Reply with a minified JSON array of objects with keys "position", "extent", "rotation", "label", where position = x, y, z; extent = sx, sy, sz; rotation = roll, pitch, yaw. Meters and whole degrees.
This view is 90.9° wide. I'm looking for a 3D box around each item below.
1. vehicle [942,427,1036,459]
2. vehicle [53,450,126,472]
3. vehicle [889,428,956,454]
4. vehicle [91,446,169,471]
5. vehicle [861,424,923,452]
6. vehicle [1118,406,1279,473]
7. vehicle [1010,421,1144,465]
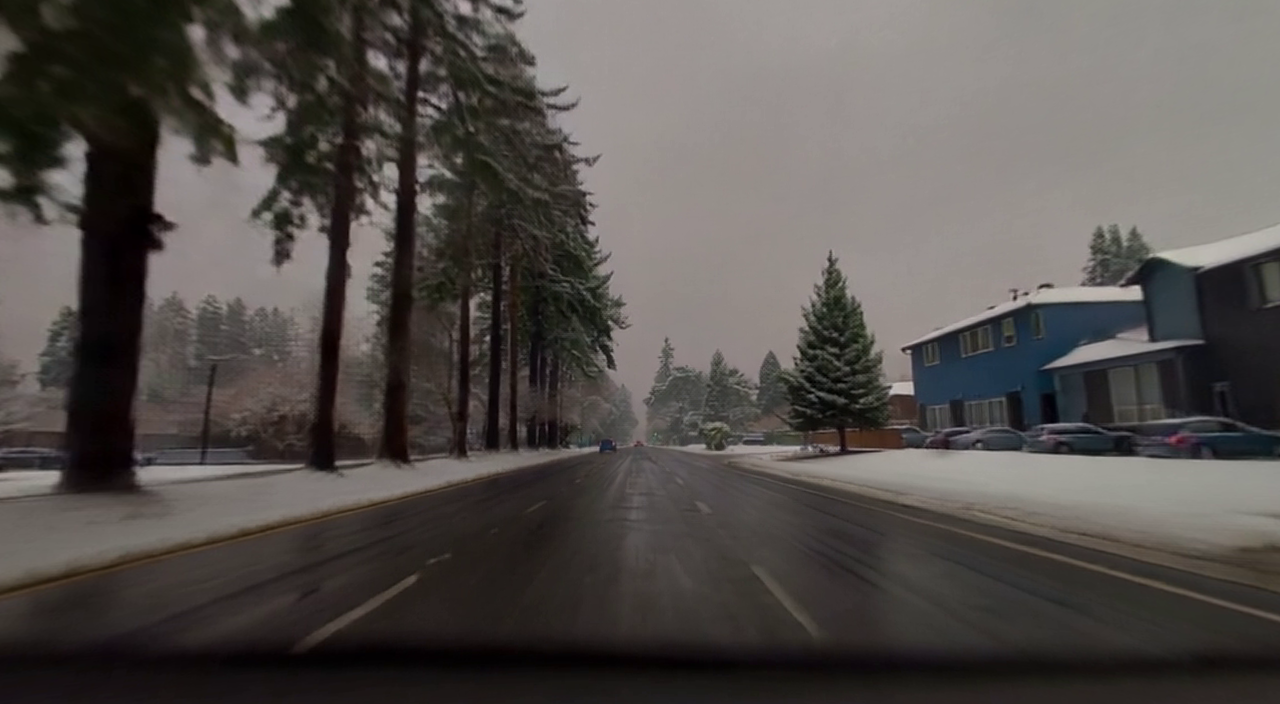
[{"position":[16.950,4.472,30.915],"extent":[1.804,1.468,4.699],"rotation":[0,-8,-2],"label":"vehicle"},{"position":[-40.469,8.012,46.447],"extent":[1.908,1.429,3.780],"rotation":[-1,-8,2],"label":"vehicle"},{"position":[17.007,5.406,38.198],"extent":[1.825,1.458,4.689],"rotation":[0,-8,0],"label":"vehicle"},{"position":[-37.669,7.864,46.692],"extent":[1.900,1.685,4.572],"rotation":[0,-8,1],"label":"vehicle"},{"position":[17.438,6.000,43.989],"extent":[2.094,1.813,5.789],"rotation":[-1,-8,1],"label":"vehicle"},{"position":[16.481,2.536,18.211],"extent":[2.046,1.714,4.199],"rotation":[-1,-8,2],"label":"vehicle"},{"position":[16.606,3.513,24.304],"extent":[1.968,1.511,4.497],"rotation":[0,-8,1],"label":"vehicle"}]
